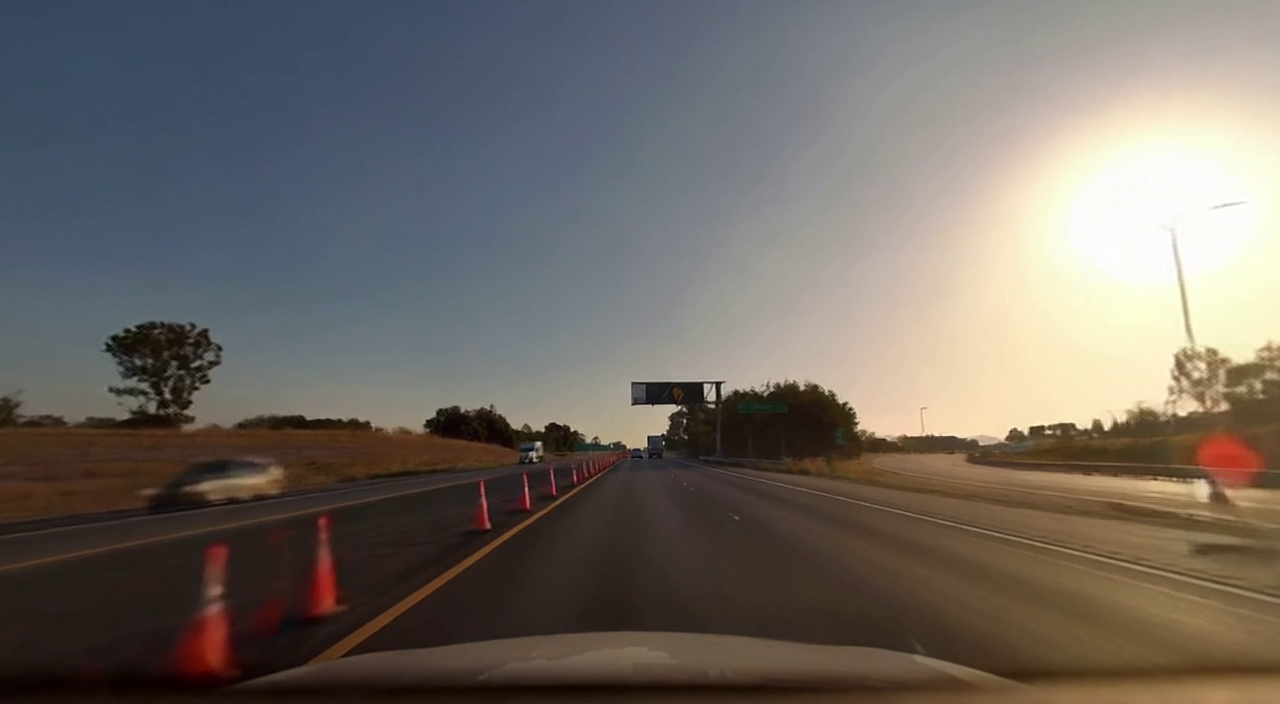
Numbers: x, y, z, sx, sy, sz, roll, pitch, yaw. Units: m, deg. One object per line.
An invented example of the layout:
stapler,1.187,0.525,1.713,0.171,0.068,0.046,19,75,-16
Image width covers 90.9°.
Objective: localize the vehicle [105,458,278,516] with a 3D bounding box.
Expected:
vehicle,-13.136,3.949,18.918,1.869,1.455,4.529,0,-9,0
